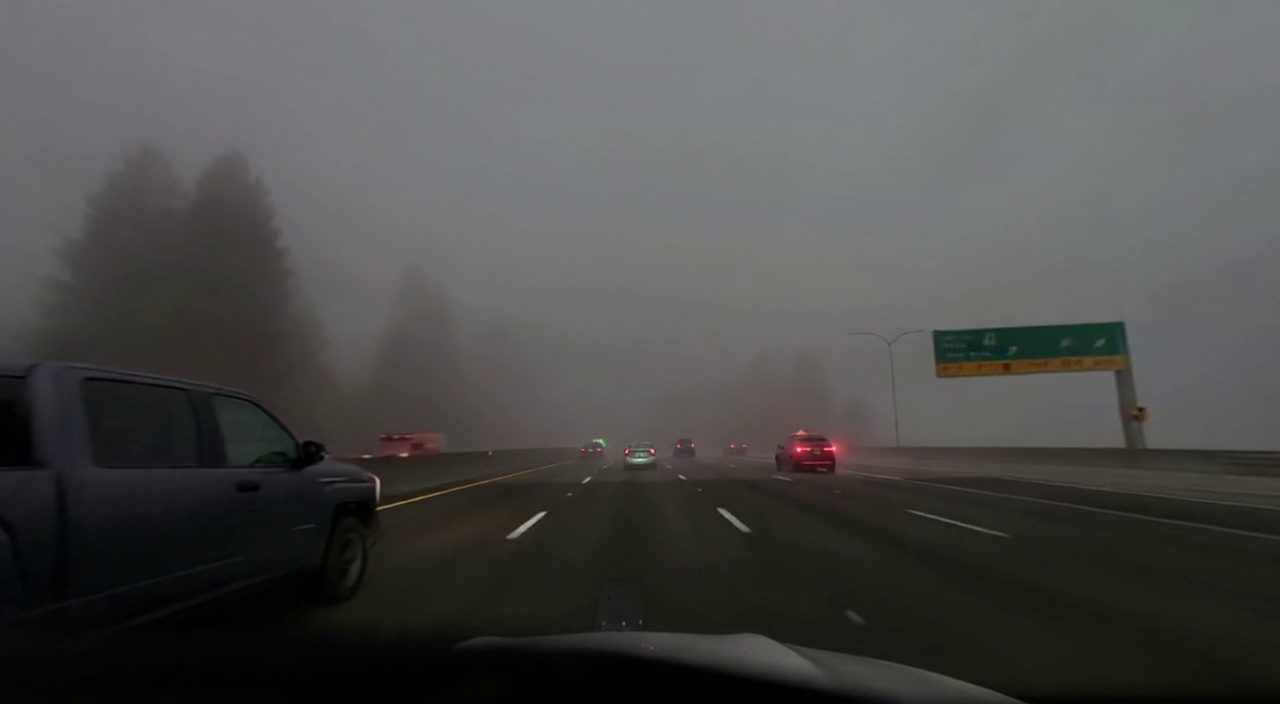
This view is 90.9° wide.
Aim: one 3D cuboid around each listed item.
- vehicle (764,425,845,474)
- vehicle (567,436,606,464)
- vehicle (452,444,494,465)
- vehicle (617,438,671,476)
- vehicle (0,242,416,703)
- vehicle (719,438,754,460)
[{"bbox_3d":[6.982,4.209,27.384,2.094,1.916,5.099,0,-8,-1],"label":"vehicle"},{"bbox_3d":[-3.406,6.355,41.088,2.140,1.720,4.410,0,-8,1],"label":"vehicle"},{"bbox_3d":[-13.004,7.974,49.291,2.005,1.566,4.439,0,-8,1],"label":"vehicle"},{"bbox_3d":[0.158,4.369,26.555,2.071,1.464,4.162,0,-8,0],"label":"vehicle"},{"bbox_3d":[-3.398,0.737,2.893,2.487,1.979,5.742,0,-8,2],"label":"vehicle"},{"bbox_3d":[7.138,7.227,46.988,1.894,1.511,4.148,0,-8,-1],"label":"vehicle"}]
